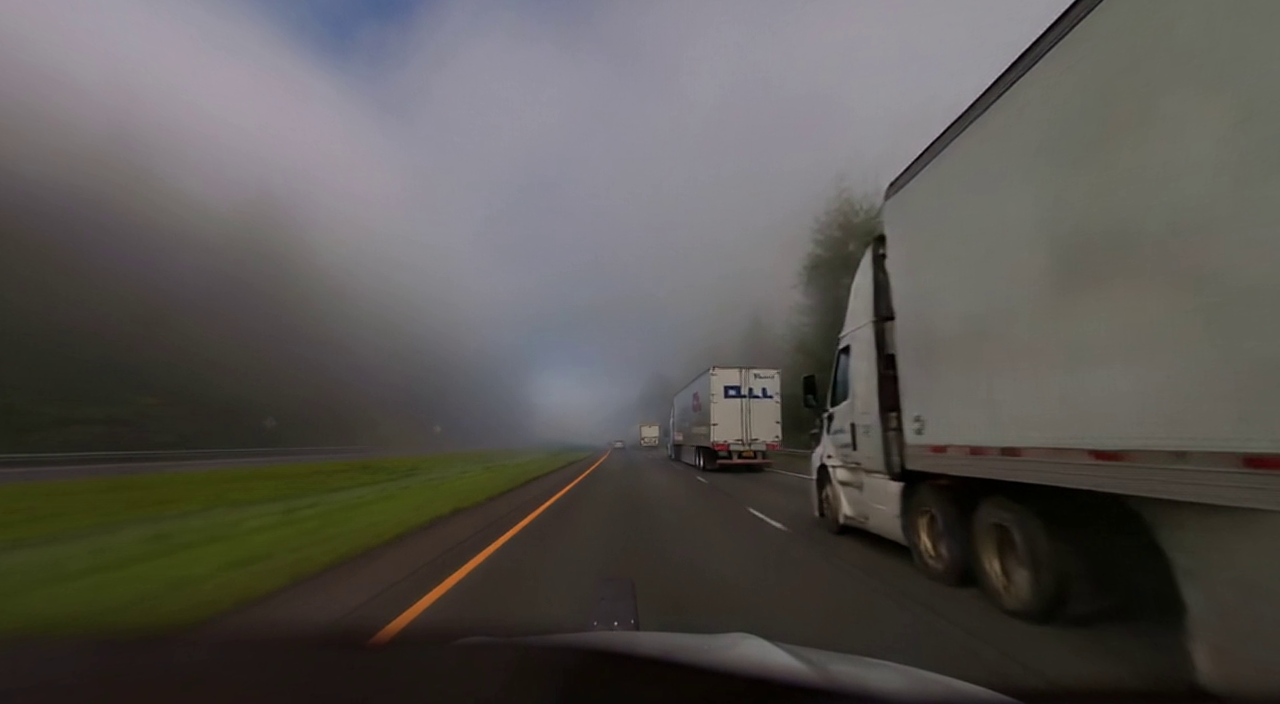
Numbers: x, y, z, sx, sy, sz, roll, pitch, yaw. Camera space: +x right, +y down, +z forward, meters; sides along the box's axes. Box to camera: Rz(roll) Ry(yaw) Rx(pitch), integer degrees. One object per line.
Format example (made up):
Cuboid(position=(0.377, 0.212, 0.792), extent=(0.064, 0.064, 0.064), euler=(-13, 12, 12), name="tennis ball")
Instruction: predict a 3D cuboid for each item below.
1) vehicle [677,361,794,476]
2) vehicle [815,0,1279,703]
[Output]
Cuboid(position=(3.786, 3.328, 29.454), extent=(2.871, 4.072, 14.183), euler=(0, -8, -2), name="vehicle")
Cuboid(position=(3.900, 0.049, 5.100), extent=(3.029, 3.947, 5.924), euler=(0, -8, -2), name="vehicle")
